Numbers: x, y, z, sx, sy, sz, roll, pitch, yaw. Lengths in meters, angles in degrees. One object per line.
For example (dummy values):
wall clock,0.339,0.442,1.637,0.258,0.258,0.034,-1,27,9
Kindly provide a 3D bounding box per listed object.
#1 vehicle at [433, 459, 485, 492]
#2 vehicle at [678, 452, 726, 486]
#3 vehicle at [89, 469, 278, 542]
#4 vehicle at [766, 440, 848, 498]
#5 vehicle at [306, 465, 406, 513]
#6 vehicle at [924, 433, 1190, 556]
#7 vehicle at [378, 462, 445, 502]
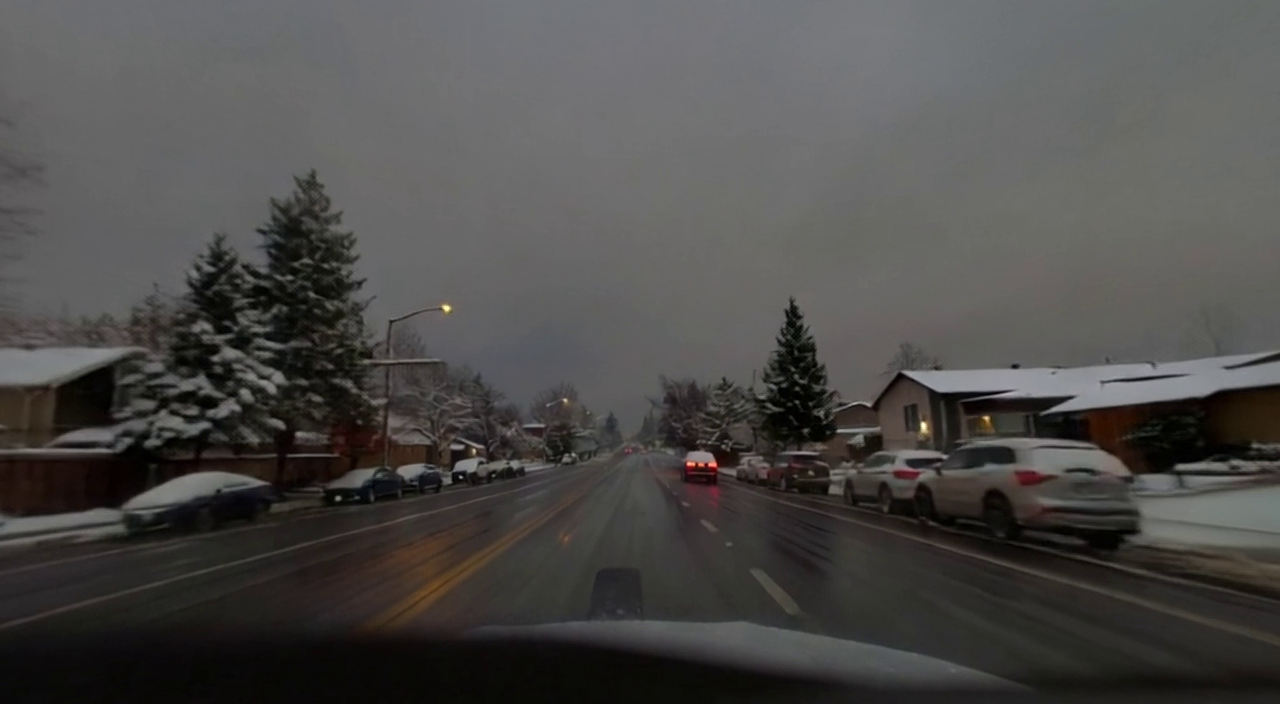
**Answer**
vehicle,-11.536,7.859,40.587,2.049,1.848,4.693,0,-8,-1
vehicle,3.232,6.176,33.768,1.951,1.620,4.582,0,-8,-2
vehicle,-11.736,3.931,16.713,1.809,1.476,4.423,0,-8,-3
vehicle,7.213,5.087,27.942,2.081,2.286,4.941,0,-8,-2
vehicle,-11.813,5.691,26.729,1.888,1.668,5.052,0,-8,0
vehicle,7.534,2.552,12.177,1.873,1.867,4.673,0,-8,0
vehicle,-11.652,6.619,32.513,1.921,1.770,4.265,0,-8,-1
